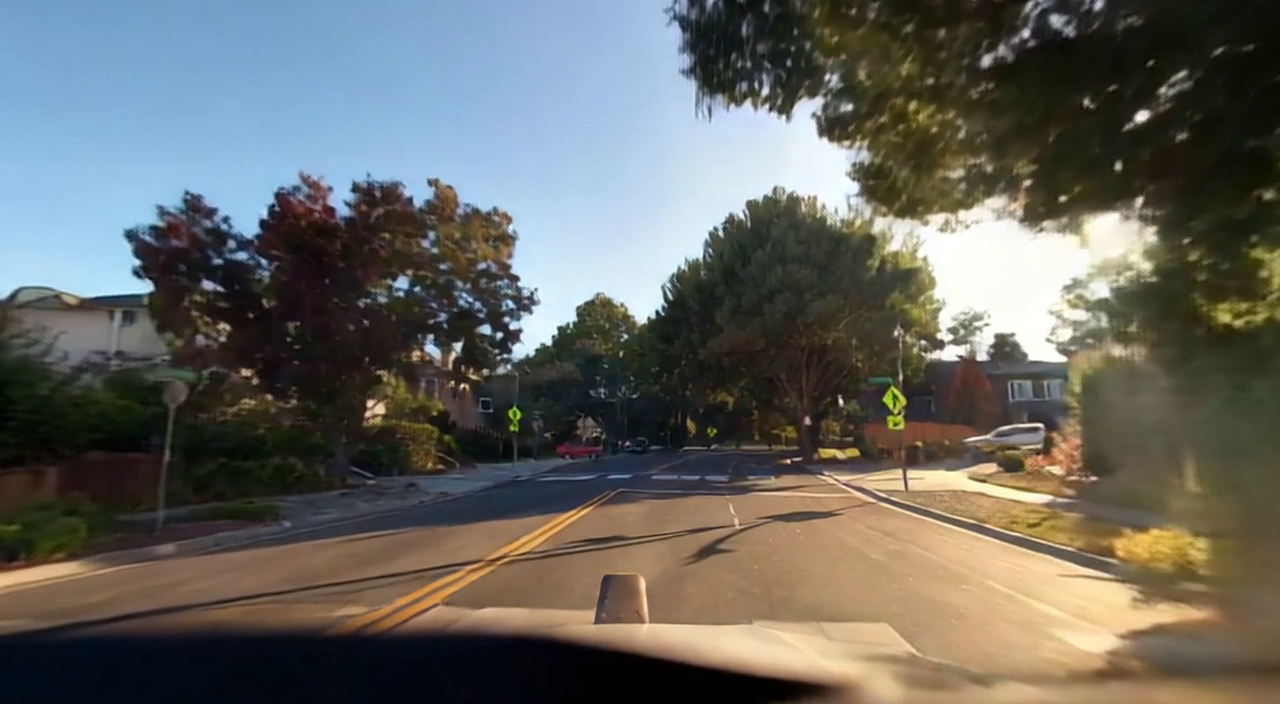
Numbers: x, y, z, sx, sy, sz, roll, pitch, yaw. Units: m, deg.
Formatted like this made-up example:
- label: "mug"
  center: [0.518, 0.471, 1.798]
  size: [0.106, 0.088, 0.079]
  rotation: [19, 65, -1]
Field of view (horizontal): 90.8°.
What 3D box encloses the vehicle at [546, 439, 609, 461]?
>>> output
- label: "vehicle"
  center: [-4.772, 7.486, 48.300]
  size: [4.377, 1.596, 1.836]
  rotation: [-3, -9, 19]
